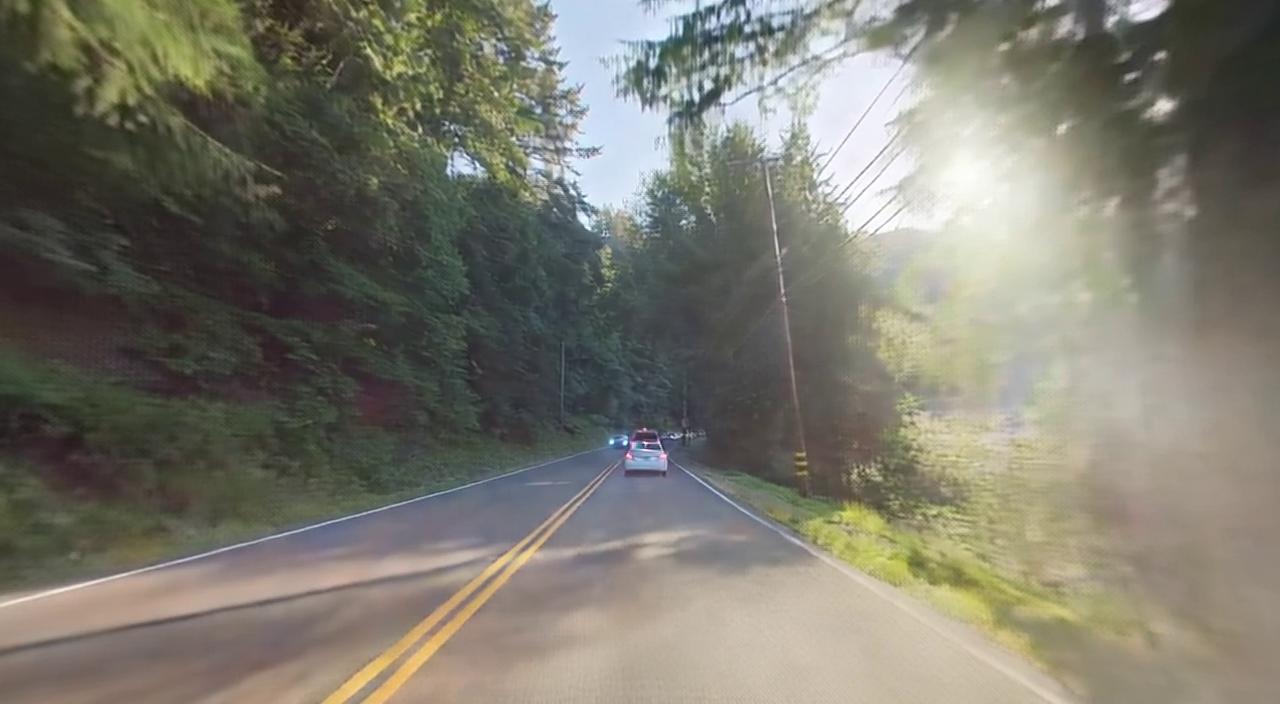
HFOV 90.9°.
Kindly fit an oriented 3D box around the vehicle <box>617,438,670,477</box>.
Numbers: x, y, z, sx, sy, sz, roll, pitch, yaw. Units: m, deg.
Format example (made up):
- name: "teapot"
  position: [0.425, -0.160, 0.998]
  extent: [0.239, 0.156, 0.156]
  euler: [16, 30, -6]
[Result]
- name: "vehicle"
  position: [0.108, 4.451, 26.744]
  extent: [2.081, 1.503, 3.726]
  euler: [0, -8, -1]
